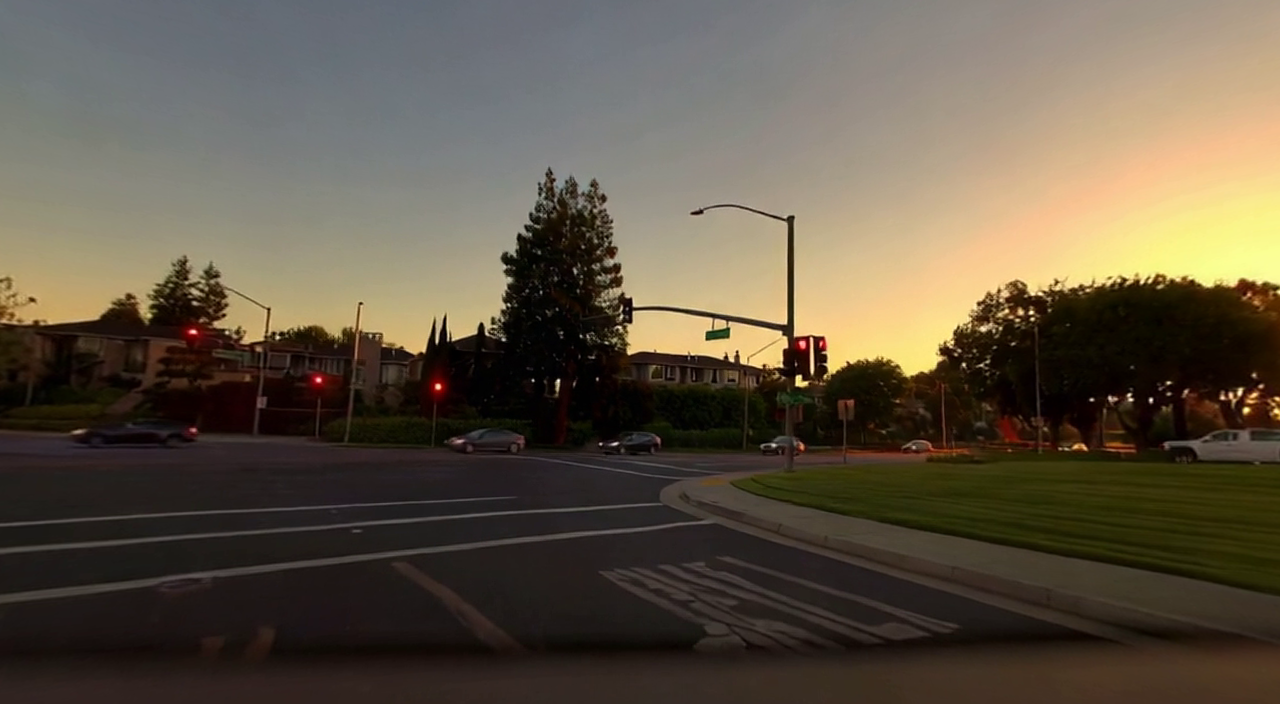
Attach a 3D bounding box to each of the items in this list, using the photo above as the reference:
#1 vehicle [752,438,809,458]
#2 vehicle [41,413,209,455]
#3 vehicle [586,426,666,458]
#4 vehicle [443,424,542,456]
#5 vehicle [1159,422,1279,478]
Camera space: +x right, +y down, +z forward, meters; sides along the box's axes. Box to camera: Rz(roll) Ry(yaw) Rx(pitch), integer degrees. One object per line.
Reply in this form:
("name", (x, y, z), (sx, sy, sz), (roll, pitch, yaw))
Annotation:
("vehicle", (11.007, 7.502, 49.009), (4.481, 1.487, 1.847), (7, -11, -38))
("vehicle", (-19.576, 3.175, 24.119), (4.740, 1.462, 1.828), (7, -11, -39))
("vehicle", (-0.708, 4.903, 34.244), (4.135, 1.633, 1.990), (8, -12, -44))
("vehicle", (-7.776, 4.676, 33.295), (4.649, 1.585, 1.965), (7, -11, -38))
("vehicle", (26.227, 4.158, 26.698), (2.437, 2.249, 5.939), (8, -12, -44))
